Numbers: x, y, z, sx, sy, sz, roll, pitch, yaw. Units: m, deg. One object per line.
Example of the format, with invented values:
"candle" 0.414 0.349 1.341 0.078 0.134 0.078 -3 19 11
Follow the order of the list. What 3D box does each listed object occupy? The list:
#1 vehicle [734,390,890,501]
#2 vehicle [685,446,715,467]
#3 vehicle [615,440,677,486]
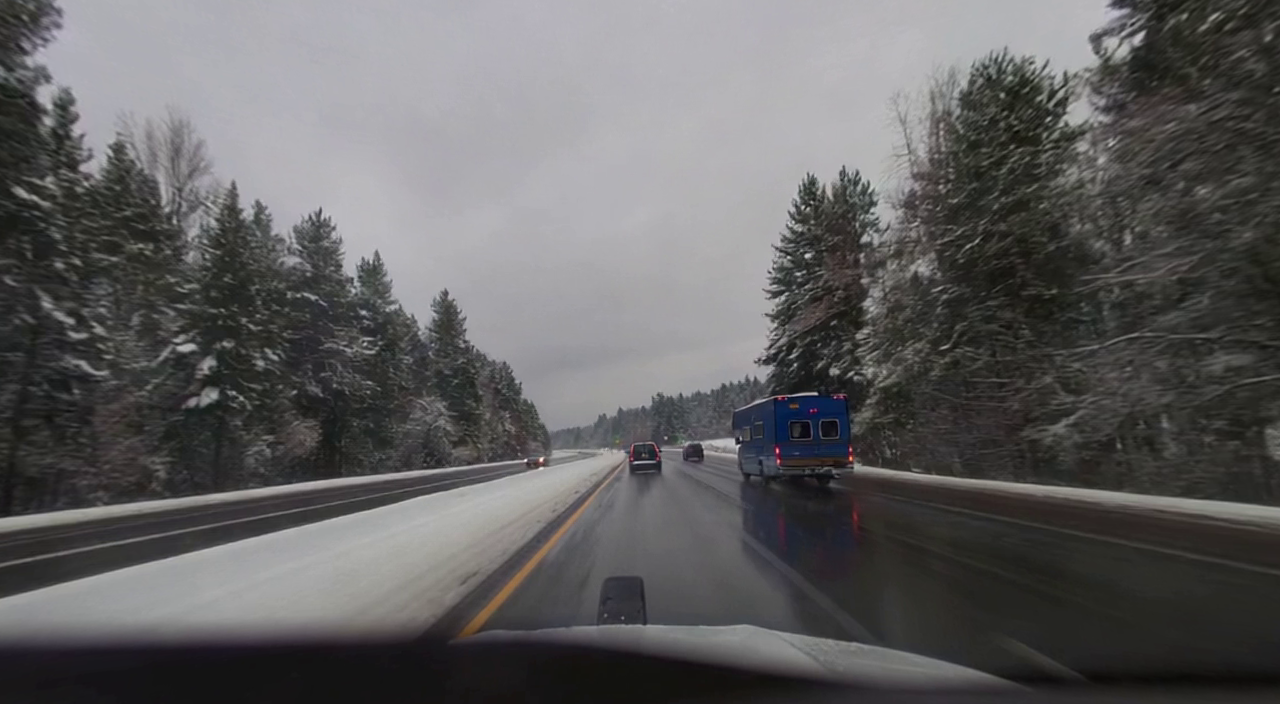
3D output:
"vehicle" 4.917 2.924 19.631 2.745 2.832 7.035 0 -9 -1
"vehicle" 4.319 7.525 45.503 1.757 1.459 3.398 0 -9 -1
"vehicle" 0.176 4.131 23.744 2.120 1.575 4.018 0 -9 -1
